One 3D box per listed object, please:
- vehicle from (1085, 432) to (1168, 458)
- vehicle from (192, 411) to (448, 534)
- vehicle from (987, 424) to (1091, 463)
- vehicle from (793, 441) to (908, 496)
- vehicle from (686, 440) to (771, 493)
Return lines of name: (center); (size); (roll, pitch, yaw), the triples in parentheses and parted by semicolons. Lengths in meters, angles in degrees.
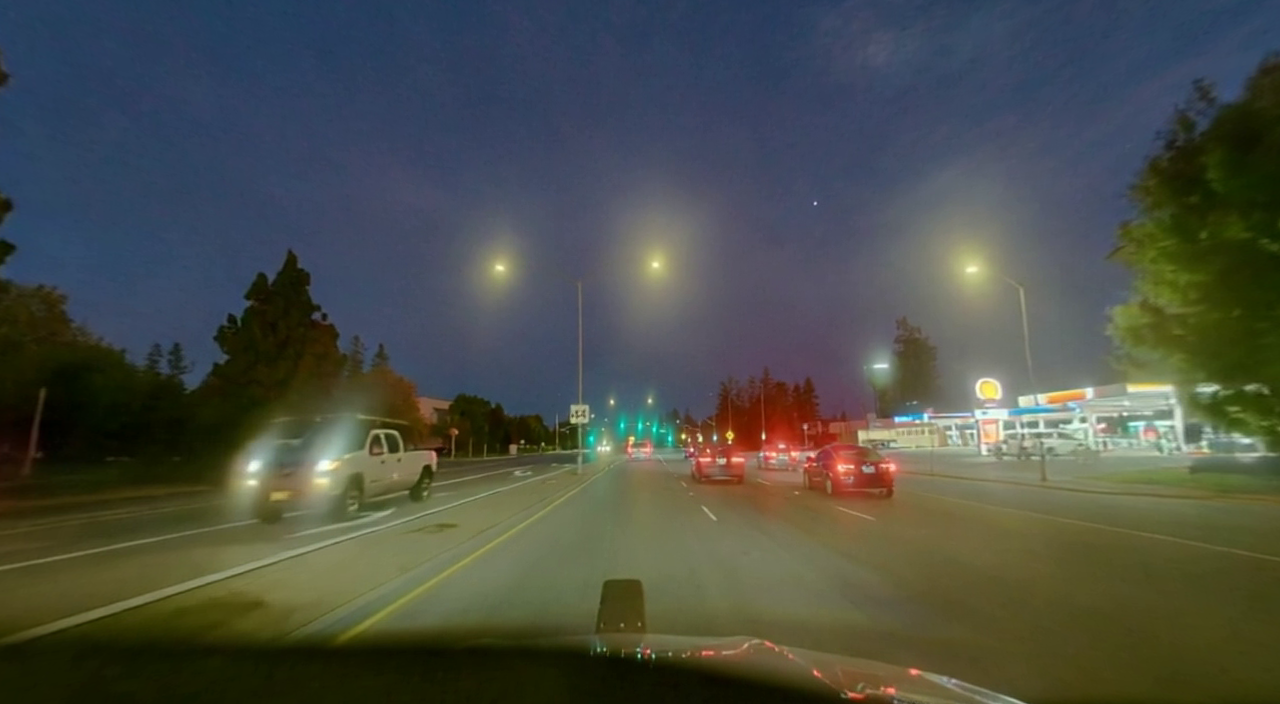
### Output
vehicle: (29.260, 5.613, 37.929); (1.933, 1.463, 4.033); (0, -8, 3)
vehicle: (-5.511, 2.156, 11.896); (2.016, 1.770, 5.300); (0, -8, 1)
vehicle: (23.813, 5.534, 37.870); (2.152, 2.069, 6.067); (-2, -8, -1)
vehicle: (6.279, 3.504, 19.345); (1.918, 1.484, 4.456); (0, -8, -1)
vehicle: (2.673, 3.597, 20.136); (1.971, 1.479, 4.493); (0, -8, -1)
